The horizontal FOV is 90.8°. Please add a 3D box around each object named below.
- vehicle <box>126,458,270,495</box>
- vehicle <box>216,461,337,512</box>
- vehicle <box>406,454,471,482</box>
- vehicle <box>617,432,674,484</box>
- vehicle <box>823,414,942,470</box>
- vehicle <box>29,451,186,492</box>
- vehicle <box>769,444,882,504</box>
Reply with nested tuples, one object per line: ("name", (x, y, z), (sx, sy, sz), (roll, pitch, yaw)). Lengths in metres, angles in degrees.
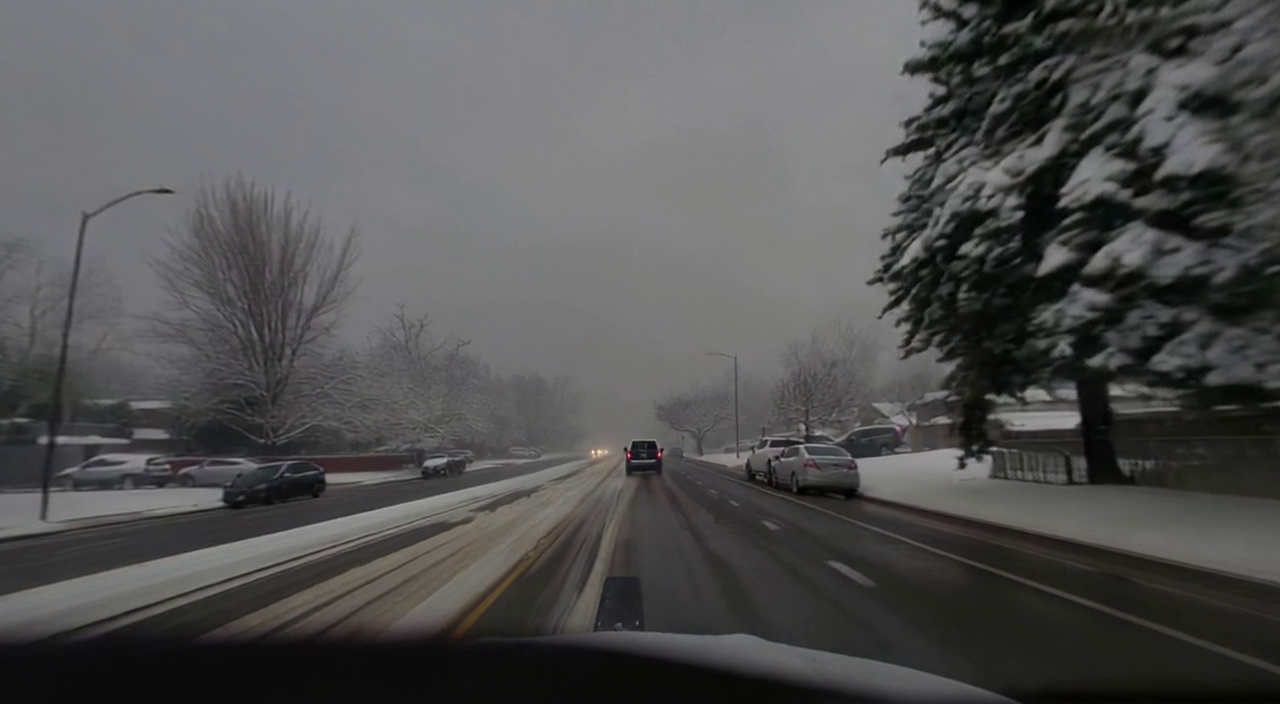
("vehicle", (-19.115, 5.402, 27.498), (4.801, 1.478, 1.883), (0, -9, -2))
("vehicle", (-12.261, 4.513, 21.631), (1.920, 1.476, 3.826), (0, -9, -1))
("vehicle", (-12.438, 7.205, 39.493), (2.192, 1.541, 5.391), (-1, -9, 1))
("vehicle", (0.179, 4.378, 26.439), (2.153, 1.942, 4.767), (0, -9, 0))
("vehicle", (11.895, 4.464, 31.309), (4.855, 2.572, 2.358), (-1, -8, -1))
("vehicle", (-24.755, 5.565, 29.544), (5.278, 1.780, 2.246), (0, -9, 0))
("vehicle", (5.064, 3.356, 17.892), (1.902, 1.472, 4.139), (0, -9, -1))
